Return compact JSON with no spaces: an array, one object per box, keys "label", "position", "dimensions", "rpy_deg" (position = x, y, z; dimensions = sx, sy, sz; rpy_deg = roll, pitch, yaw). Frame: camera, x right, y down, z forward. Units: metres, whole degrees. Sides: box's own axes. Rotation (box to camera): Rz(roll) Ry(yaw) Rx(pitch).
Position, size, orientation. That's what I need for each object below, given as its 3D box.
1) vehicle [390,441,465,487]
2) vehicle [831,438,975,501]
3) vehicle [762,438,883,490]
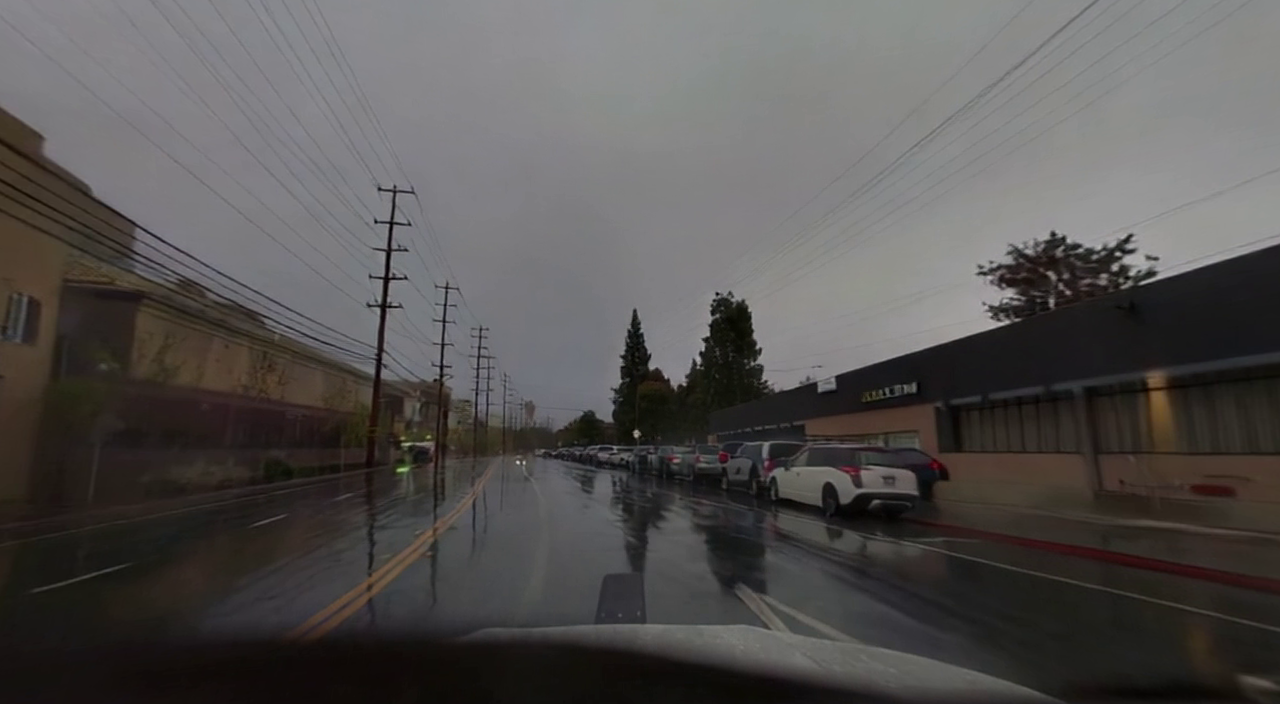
[{"label":"vehicle","position":[-7.780,4.105,23.444],"dimensions":[2.122,1.517,4.465],"rpy_deg":[1,-9,-12]},{"label":"vehicle","position":[7.585,3.225,17.877],"dimensions":[2.074,1.526,4.853],"rpy_deg":[-8,-12,43]},{"label":"vehicle","position":[6.348,3.774,21.615],"dimensions":[2.057,1.564,4.502],"rpy_deg":[-8,-12,43]}]
